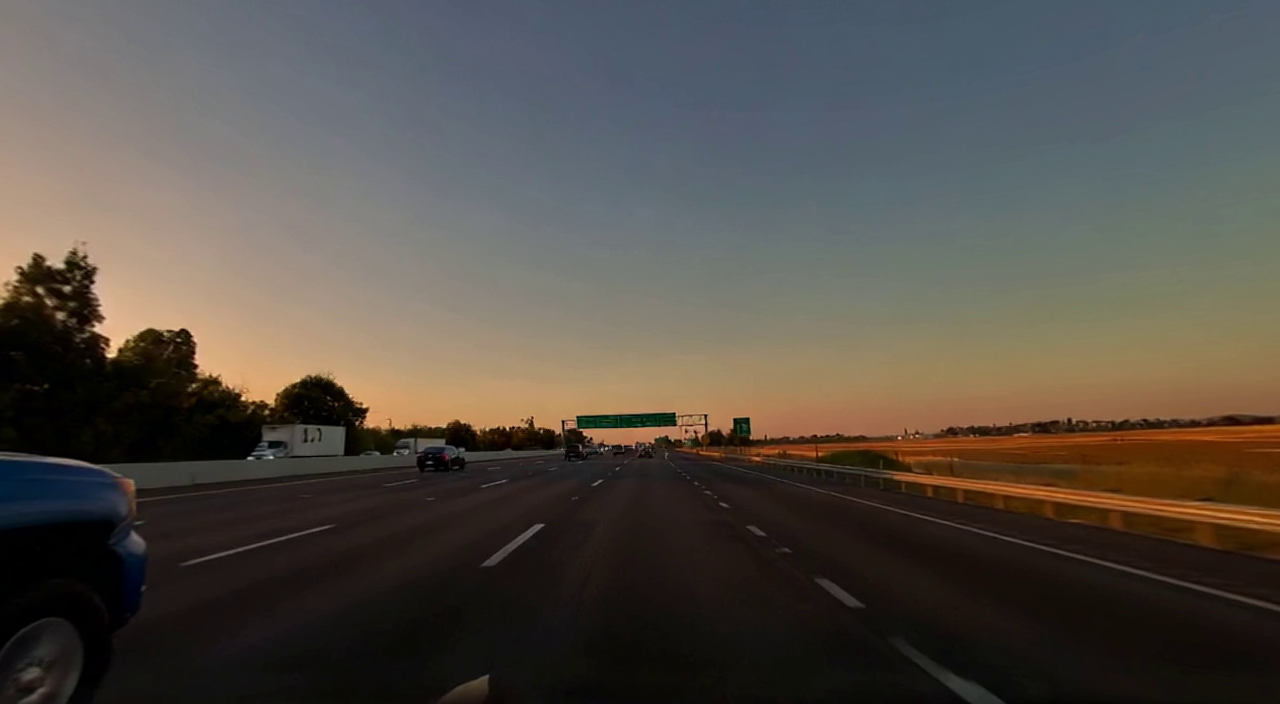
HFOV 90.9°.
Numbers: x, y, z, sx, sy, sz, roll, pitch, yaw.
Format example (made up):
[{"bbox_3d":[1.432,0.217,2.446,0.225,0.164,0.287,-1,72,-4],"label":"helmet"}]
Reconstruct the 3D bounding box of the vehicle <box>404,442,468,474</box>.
[{"bbox_3d":[-10.803,5.624,33.727,1.957,1.565,4.311,0,-8,1],"label":"vehicle"}]
